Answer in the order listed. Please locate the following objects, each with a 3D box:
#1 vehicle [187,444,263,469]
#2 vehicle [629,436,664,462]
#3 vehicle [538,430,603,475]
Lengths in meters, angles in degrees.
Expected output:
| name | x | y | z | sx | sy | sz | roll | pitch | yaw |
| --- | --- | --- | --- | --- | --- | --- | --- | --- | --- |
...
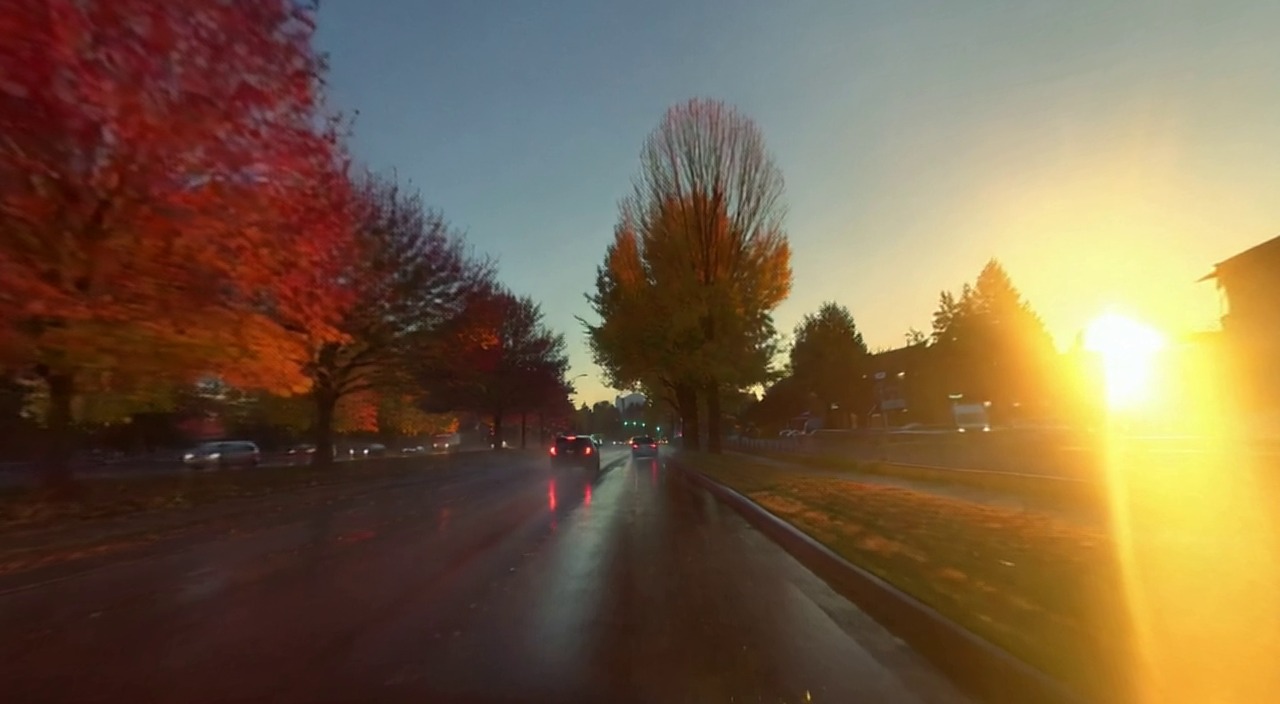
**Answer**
| name | x | y | z | sx | sy | sz | roll | pitch | yaw |
| --- | --- | --- | --- | --- | --- | --- | --- | --- | --- |
| vehicle | -27.769 | 6.976 | 42.292 | 1.834 | 1.473 | 4.642 | 0 | -8 | 1 |
| vehicle | 0.363 | 5.983 | 38.993 | 2.040 | 1.493 | 3.682 | 0 | -8 | 0 |
| vehicle | -2.836 | 4.233 | 26.747 | 2.197 | 1.709 | 4.069 | 0 | -8 | 2 |
